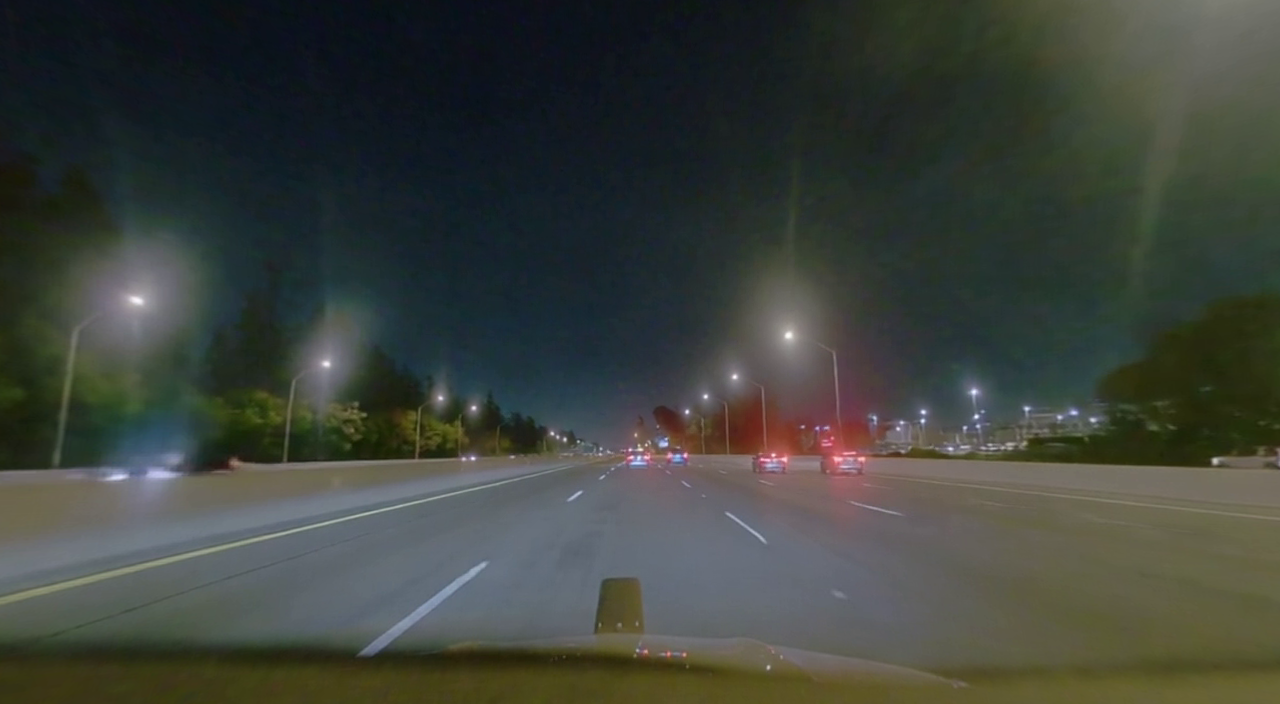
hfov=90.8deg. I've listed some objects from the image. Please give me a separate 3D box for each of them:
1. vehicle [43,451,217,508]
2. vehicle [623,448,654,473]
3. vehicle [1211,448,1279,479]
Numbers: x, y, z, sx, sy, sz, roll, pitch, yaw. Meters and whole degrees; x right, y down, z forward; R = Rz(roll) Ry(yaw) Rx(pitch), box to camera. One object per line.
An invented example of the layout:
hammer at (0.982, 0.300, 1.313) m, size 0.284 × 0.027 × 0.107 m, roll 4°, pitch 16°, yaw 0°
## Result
vehicle at (-16.859, 4.184, 21.301) m, size 1.953 × 1.596 × 4.799 m, roll 1°, pitch -8°, yaw -2°
vehicle at (-0.170, 7.748, 45.521) m, size 2.124 × 1.673 × 4.545 m, roll 0°, pitch -9°, yaw -2°
vehicle at (31.256, 5.452, 31.164) m, size 1.886 × 1.450 × 4.349 m, roll 0°, pitch -9°, yaw -3°
